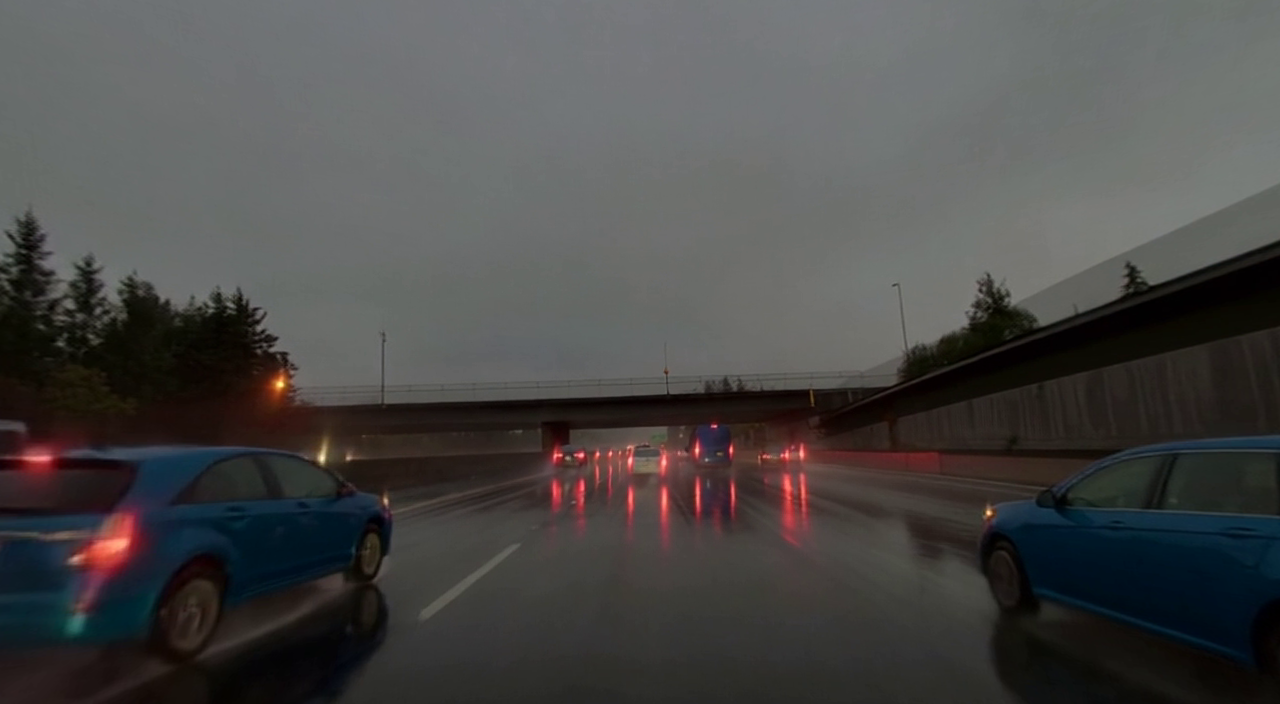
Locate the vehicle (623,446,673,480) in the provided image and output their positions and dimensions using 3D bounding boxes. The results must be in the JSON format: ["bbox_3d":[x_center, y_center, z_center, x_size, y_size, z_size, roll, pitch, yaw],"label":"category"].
[{"bbox_3d":[0.362,5.162,29.591,2.174,1.467,4.005,0,-8,0],"label":"vehicle"}]

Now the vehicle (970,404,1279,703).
[{"bbox_3d":[4.121,1.113,3.573,2.085,1.558,4.466,0,-8,0],"label":"vehicle"}]

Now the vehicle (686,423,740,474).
[{"bbox_3d":[4.246,5.753,37.866,2.436,2.745,6.607,0,-8,0],"label":"vehicle"}]

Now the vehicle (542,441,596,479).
[{"bbox_3d":[-3.397,5.269,31.045,2.078,1.706,4.298,-1,-8,2],"label":"vehicle"}]

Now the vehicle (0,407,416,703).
[{"bbox_3d":[-3.690,1.361,5.231,2.137,1.562,3.926,0,-8,1],"label":"vehicle"}]
